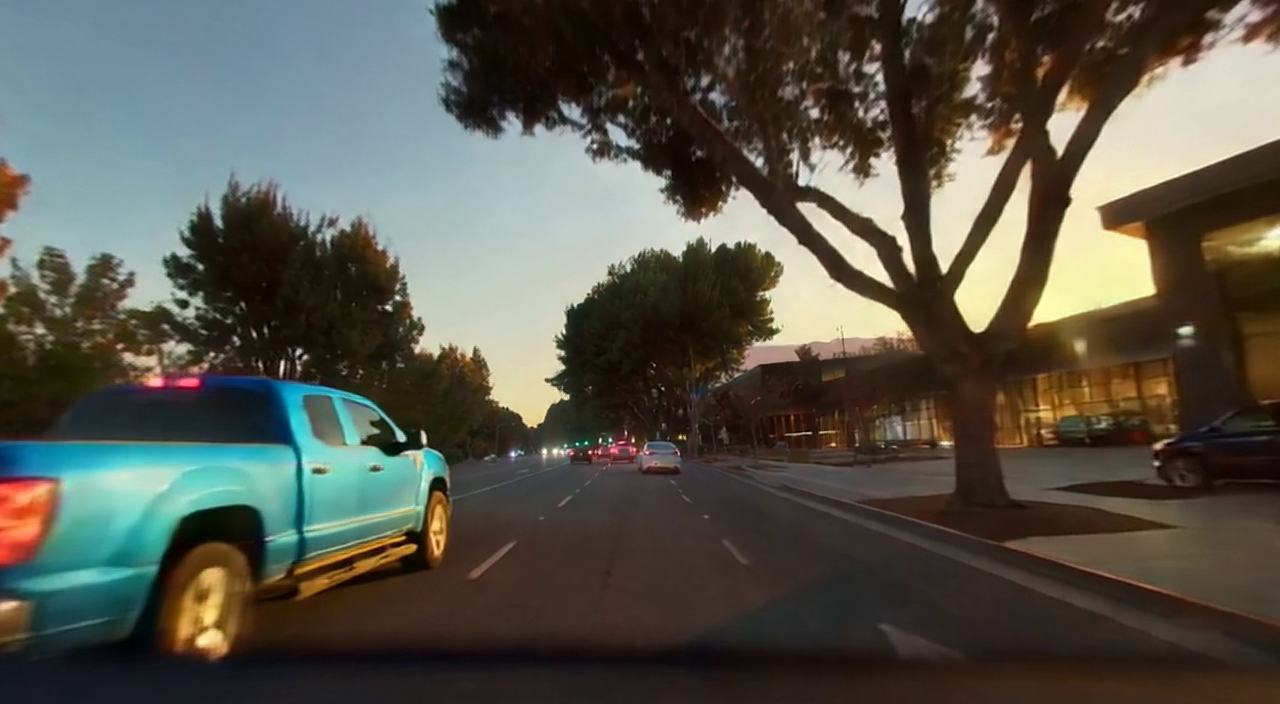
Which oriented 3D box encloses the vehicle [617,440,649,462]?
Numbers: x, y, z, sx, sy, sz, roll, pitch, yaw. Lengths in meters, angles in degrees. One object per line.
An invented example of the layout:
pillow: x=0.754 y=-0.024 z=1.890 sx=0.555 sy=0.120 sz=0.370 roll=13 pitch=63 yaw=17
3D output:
vehicle: x=-0.551 y=7.028 z=44.841 sx=2.047 sy=1.502 sz=3.873 roll=0 pitch=-9 yaw=-4

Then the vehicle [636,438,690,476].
vehicle: x=0.926 y=4.611 z=27.911 sx=2.142 sy=1.528 sz=4.133 roll=0 pitch=-9 yaw=-2

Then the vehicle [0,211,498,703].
vehicle: x=-3.014 y=1.004 z=4.432 sx=2.512 sy=1.992 sz=5.725 roll=-1 pitch=-9 yaw=2

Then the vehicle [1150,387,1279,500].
vehicle: x=11.982 y=1.572 z=10.848 sx=2.131 sy=1.909 sz=4.927 roll=0 pitch=-9 yaw=-1

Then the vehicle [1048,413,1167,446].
vehicle: x=23.366 y=3.943 z=31.751 sx=4.588 sy=1.525 sz=1.979 roll=-6 pitch=-10 yaw=32

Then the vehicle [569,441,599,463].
vehicle: x=-3.939 y=7.063 z=44.529 sx=2.018 sy=1.458 sz=4.350 roll=0 pitch=-9 yaw=-4
